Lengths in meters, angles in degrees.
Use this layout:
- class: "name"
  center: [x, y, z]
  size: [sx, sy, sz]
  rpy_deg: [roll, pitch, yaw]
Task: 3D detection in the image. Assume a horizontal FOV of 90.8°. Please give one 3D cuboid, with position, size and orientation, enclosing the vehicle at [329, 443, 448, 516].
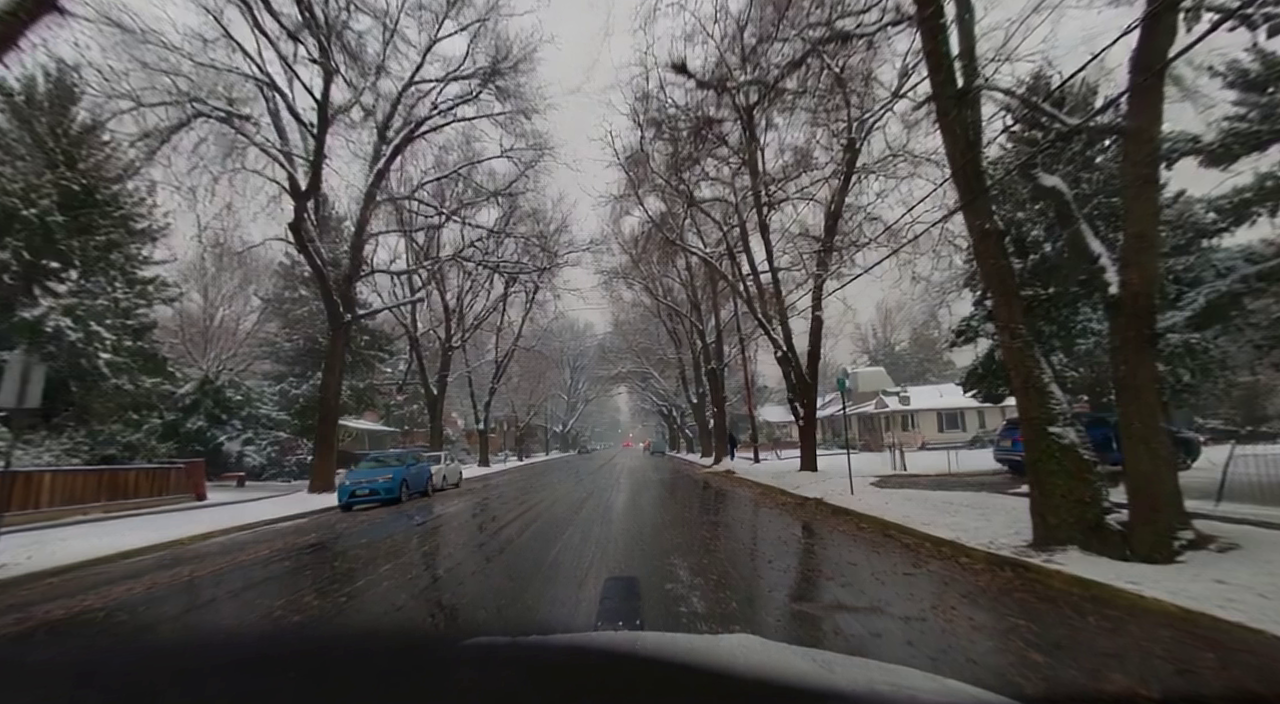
- class: "vehicle"
  center: [-6.430, 3.226, 16.672]
  size: [1.874, 1.497, 4.233]
  rpy_deg: [-2, -7, -7]

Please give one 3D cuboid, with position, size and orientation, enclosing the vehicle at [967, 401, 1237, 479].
- class: "vehicle"
  center: [11.497, 2.235, 16.040]
  size: [5.198, 1.813, 2.028]
  rpy_deg: [0, -8, -1]
